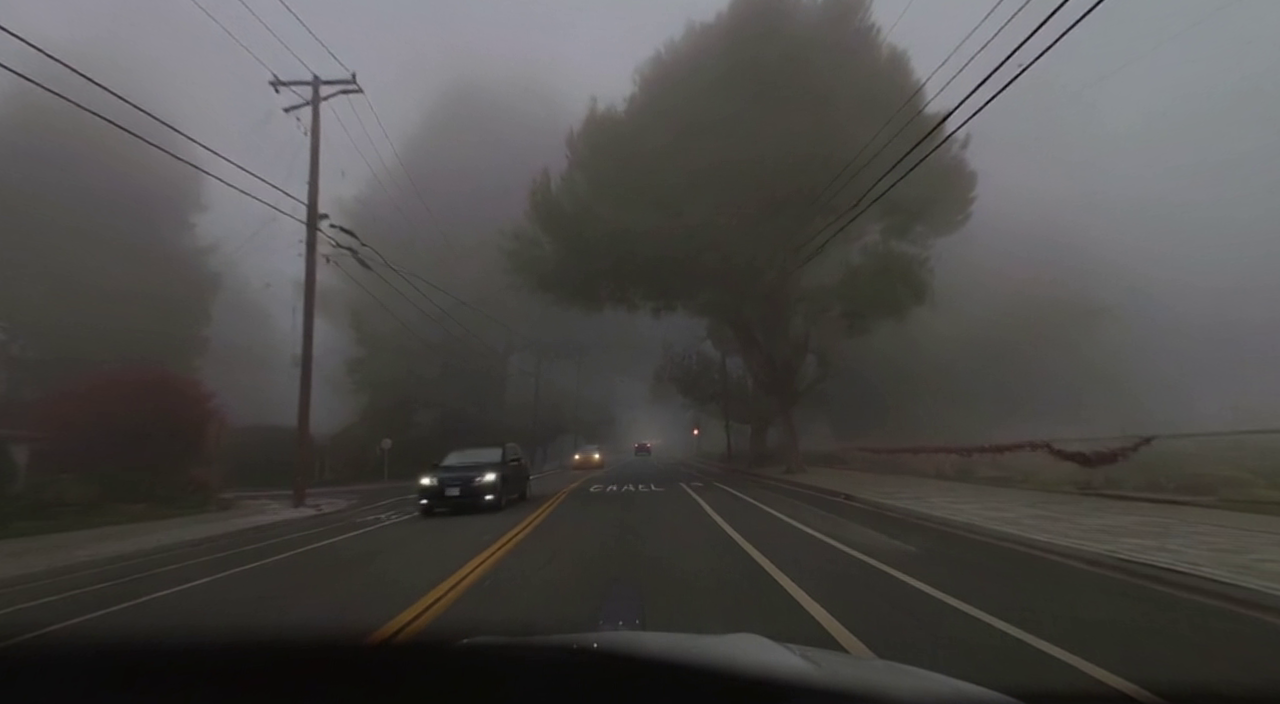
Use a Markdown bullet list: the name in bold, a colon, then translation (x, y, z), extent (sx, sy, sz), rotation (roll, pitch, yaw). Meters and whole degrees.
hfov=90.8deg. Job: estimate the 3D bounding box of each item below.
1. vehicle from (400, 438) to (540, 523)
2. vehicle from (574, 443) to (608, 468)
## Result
- **vehicle**: translation (-3.578, 2.773, 14.179), extent (1.974, 1.604, 4.156), rotation (0, -9, 0)
- **vehicle**: translation (-3.649, 7.770, 47.699), extent (2.059, 1.743, 4.618), rotation (0, -9, 1)
